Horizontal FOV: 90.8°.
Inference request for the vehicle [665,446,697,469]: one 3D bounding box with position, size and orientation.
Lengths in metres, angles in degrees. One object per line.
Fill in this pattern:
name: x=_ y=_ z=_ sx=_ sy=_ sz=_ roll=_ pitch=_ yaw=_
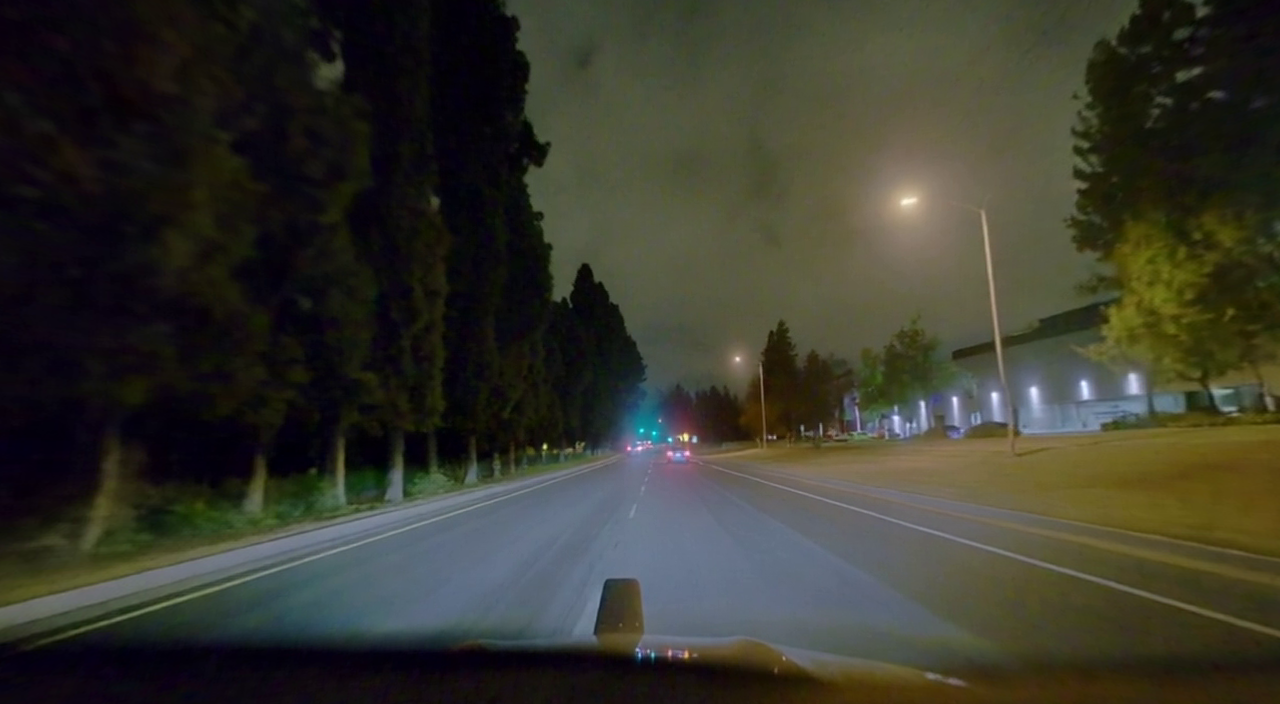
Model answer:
vehicle: x=2.773 y=7.211 z=43.486 sx=1.925 sy=1.488 sz=4.271 roll=0 pitch=-8 yaw=0
